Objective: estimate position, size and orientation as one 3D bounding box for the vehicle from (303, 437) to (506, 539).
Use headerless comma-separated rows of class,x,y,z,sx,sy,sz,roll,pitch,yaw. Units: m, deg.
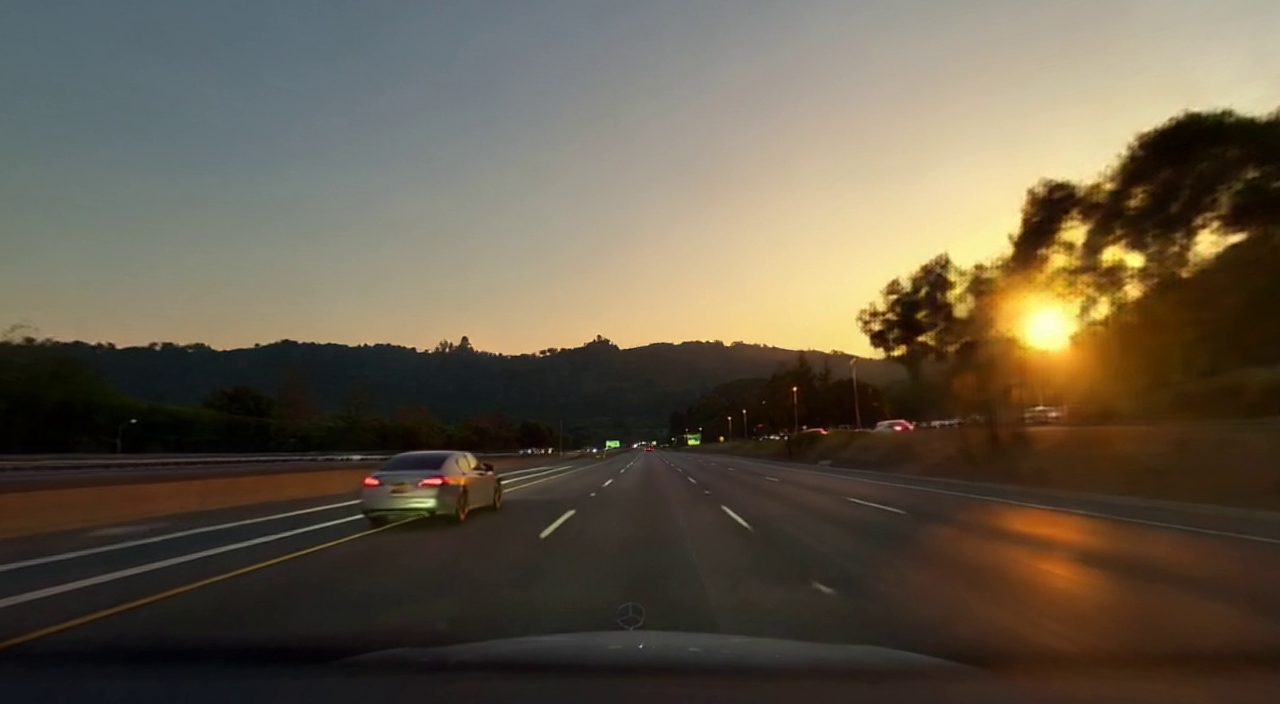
vehicle,-4.049,2.397,11.816,2.021,1.526,4.385,0,-8,1
